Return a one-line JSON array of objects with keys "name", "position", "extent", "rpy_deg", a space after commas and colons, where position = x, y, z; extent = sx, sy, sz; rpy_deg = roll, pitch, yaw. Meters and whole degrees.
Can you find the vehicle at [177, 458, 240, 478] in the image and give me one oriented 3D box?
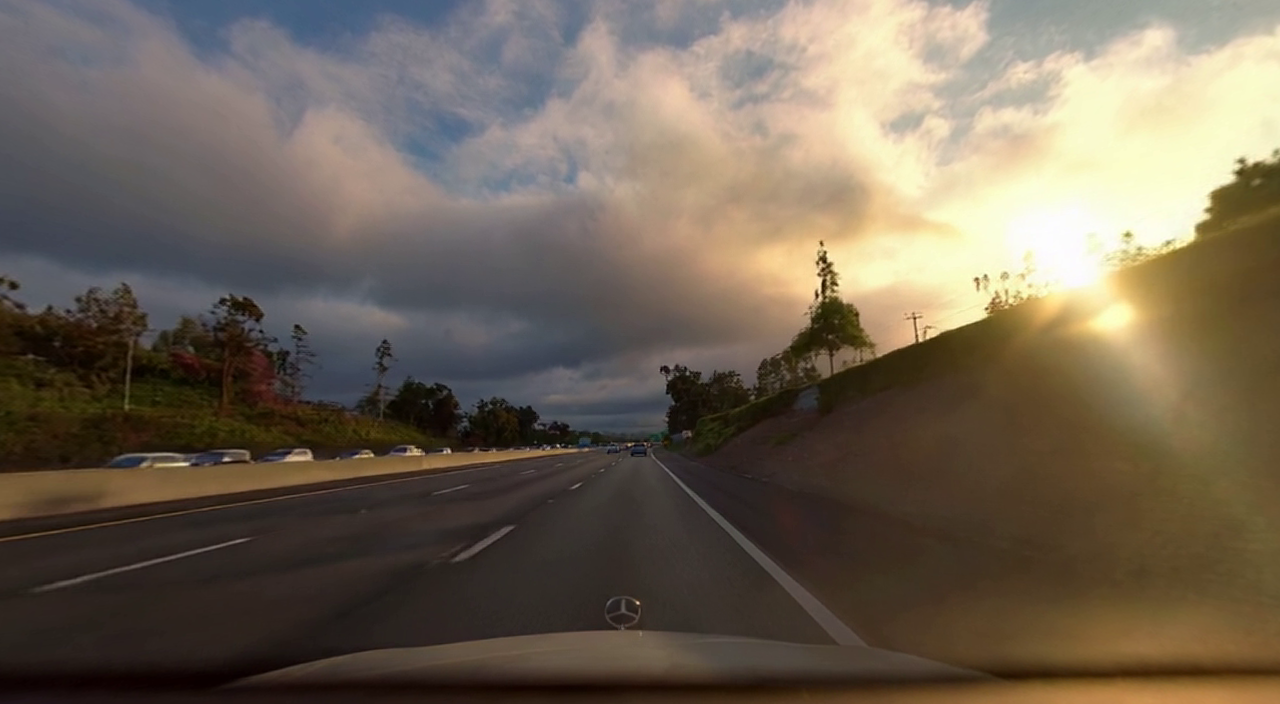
[{"name": "vehicle", "position": [-33.880, 9.100, 49.557], "extent": [1.800, 1.470, 4.330], "rpy_deg": [0, -9, 1]}]
